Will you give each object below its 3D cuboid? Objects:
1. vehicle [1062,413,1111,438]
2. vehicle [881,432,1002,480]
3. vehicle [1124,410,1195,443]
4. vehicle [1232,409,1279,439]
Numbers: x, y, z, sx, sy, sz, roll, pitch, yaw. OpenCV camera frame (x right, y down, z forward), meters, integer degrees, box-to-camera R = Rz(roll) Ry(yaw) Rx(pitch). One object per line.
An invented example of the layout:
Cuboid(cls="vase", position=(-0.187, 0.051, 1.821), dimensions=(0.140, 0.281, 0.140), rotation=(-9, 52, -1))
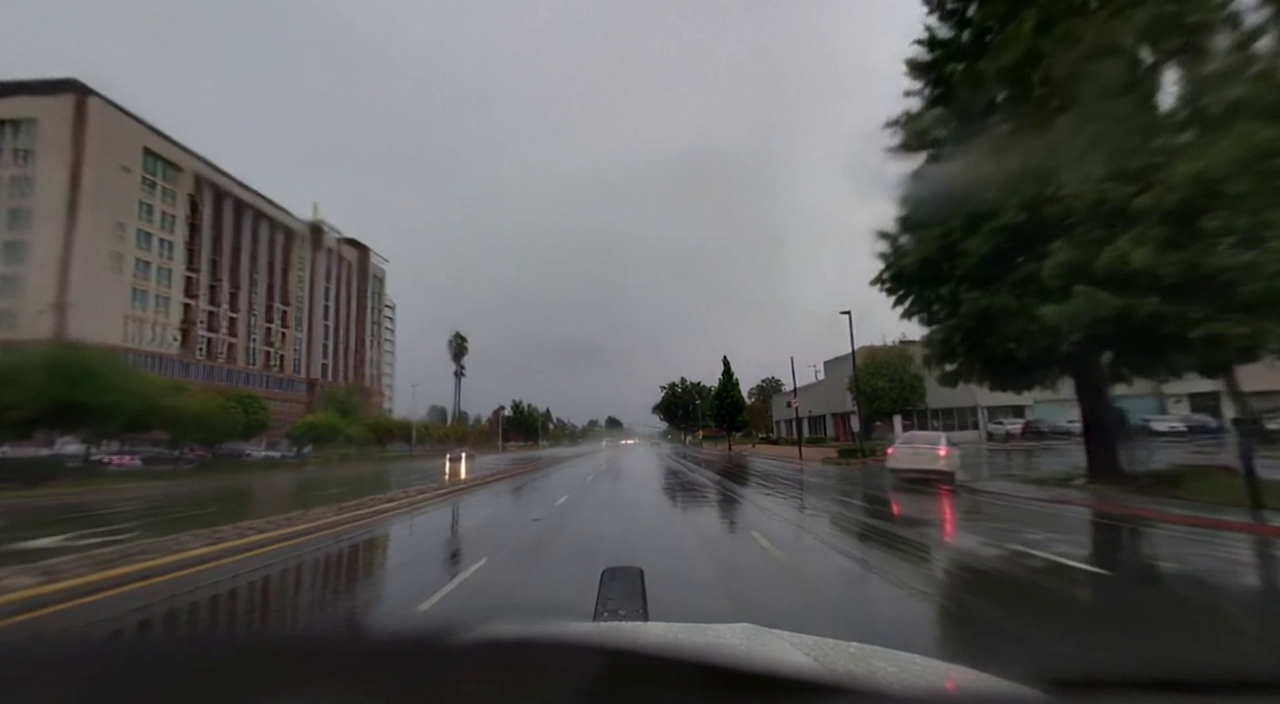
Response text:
Cuboid(cls="vehicle", position=(28.368, 4.716, 39.998), dimensions=(1.797, 1.498, 4.412), rotation=(-3, -9, 26))
Cuboid(cls="vehicle", position=(11.829, 4.000, 24.507), dimensions=(5.061, 1.696, 2.129), rotation=(6, -10, -37))
Cuboid(cls="vehicle", position=(27.953, 4.089, 33.941), dimensions=(2.042, 1.690, 4.562), rotation=(-5, -9, 29))
Cuboid(cls="vehicle", position=(33.597, 3.876, 33.341), dimensions=(1.916, 1.491, 4.491), rotation=(-4, -9, 28))
